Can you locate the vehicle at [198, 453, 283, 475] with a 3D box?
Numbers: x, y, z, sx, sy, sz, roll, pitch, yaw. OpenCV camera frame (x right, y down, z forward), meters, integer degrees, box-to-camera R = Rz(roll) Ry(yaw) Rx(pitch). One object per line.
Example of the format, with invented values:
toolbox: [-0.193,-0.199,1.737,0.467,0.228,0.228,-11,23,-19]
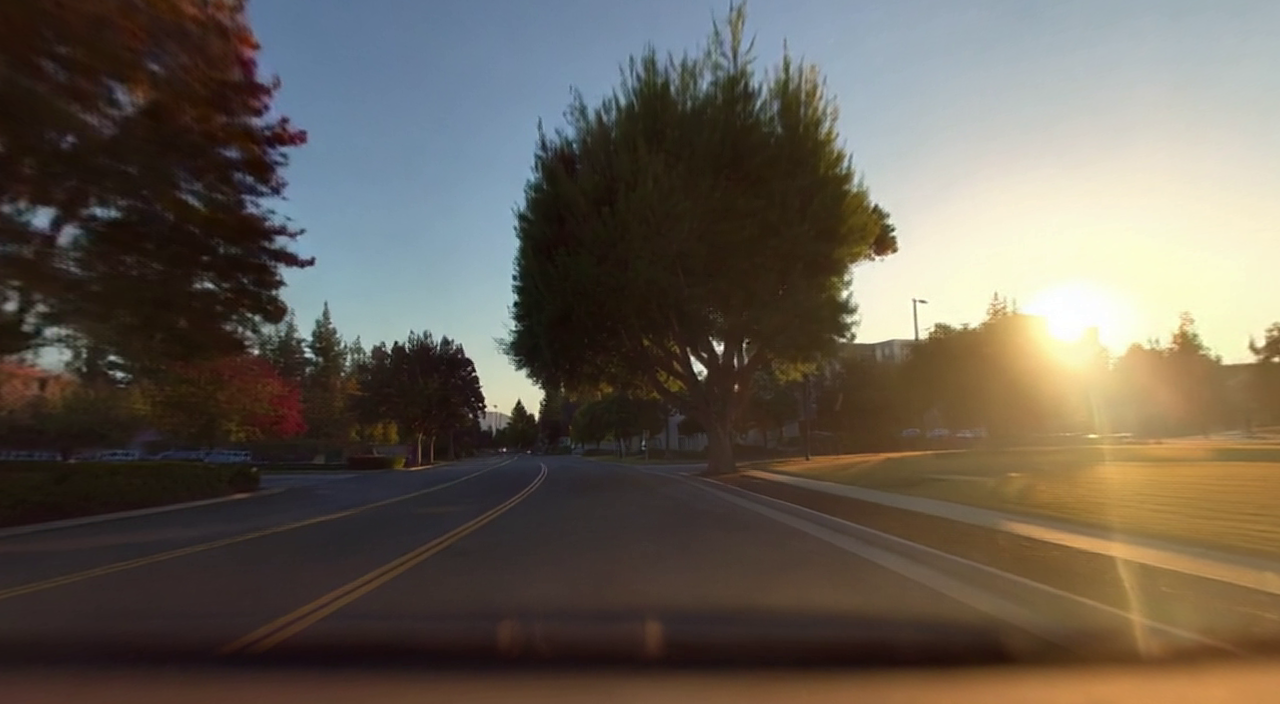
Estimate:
vehicle: [-27.767,7.802,44.056,4.527,1.441,2.024,1,-8,-7]
